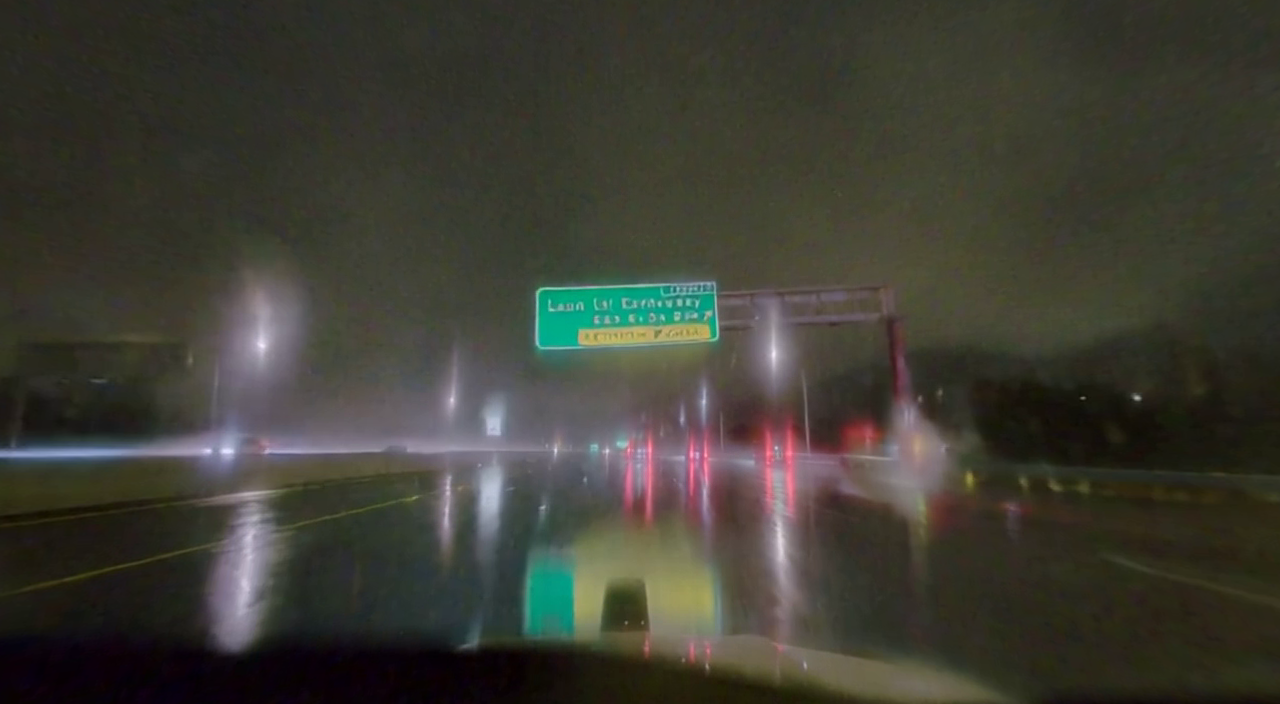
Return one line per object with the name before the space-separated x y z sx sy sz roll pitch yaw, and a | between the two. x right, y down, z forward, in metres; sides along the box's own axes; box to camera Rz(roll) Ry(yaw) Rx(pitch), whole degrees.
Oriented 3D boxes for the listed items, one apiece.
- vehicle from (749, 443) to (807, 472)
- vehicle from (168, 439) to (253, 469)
vehicle | 7.771 6.014 36.030 2.031 1.524 4.657 0 -9 -3
vehicle | -26.405 6.296 38.936 2.081 1.712 4.467 0 -9 0
